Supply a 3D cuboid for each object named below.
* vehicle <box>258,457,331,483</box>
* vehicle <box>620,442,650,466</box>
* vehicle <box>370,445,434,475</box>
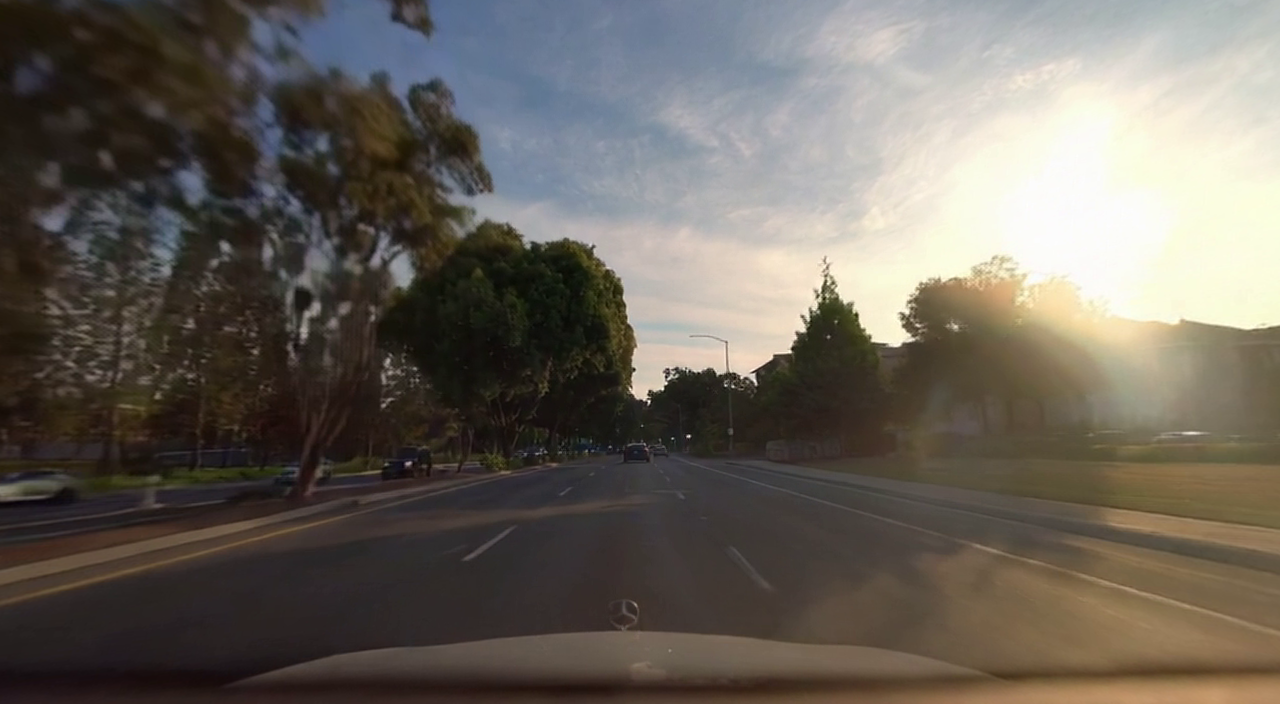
[{"bbox_3d":[-21.499,7.328,39.517,1.875,1.499,4.569,0,-9,1],"label":"vehicle"},{"bbox_3d":[-0.358,7.872,48.776,2.174,1.703,4.231,0,-9,0],"label":"vehicle"},{"bbox_3d":[-14.935,6.787,39.896,2.083,1.795,4.880,0,-9,1],"label":"vehicle"}]
